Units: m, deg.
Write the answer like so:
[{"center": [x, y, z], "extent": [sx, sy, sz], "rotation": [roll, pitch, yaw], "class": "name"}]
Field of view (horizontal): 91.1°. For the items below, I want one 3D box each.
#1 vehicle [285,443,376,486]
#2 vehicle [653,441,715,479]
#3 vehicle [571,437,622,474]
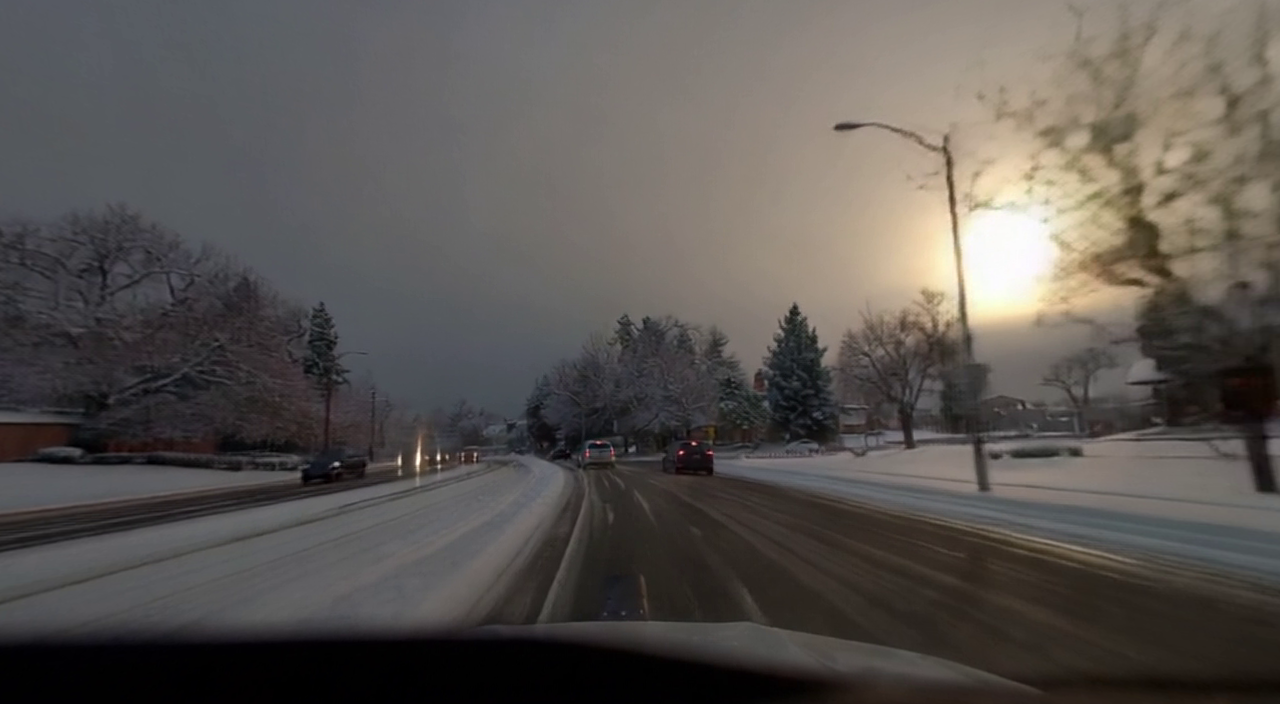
[{"center": [-14.579, 5.289, 29.946], "extent": [2.162, 1.848, 5.214], "rotation": [1, -9, -7], "class": "vehicle"}, {"center": [1.839, 4.747, 27.886], "extent": [1.915, 1.495, 4.880], "rotation": [1, -9, -6], "class": "vehicle"}, {"center": [-2.346, 5.389, 32.766], "extent": [2.165, 1.783, 4.391], "rotation": [2, -9, -10], "class": "vehicle"}]
